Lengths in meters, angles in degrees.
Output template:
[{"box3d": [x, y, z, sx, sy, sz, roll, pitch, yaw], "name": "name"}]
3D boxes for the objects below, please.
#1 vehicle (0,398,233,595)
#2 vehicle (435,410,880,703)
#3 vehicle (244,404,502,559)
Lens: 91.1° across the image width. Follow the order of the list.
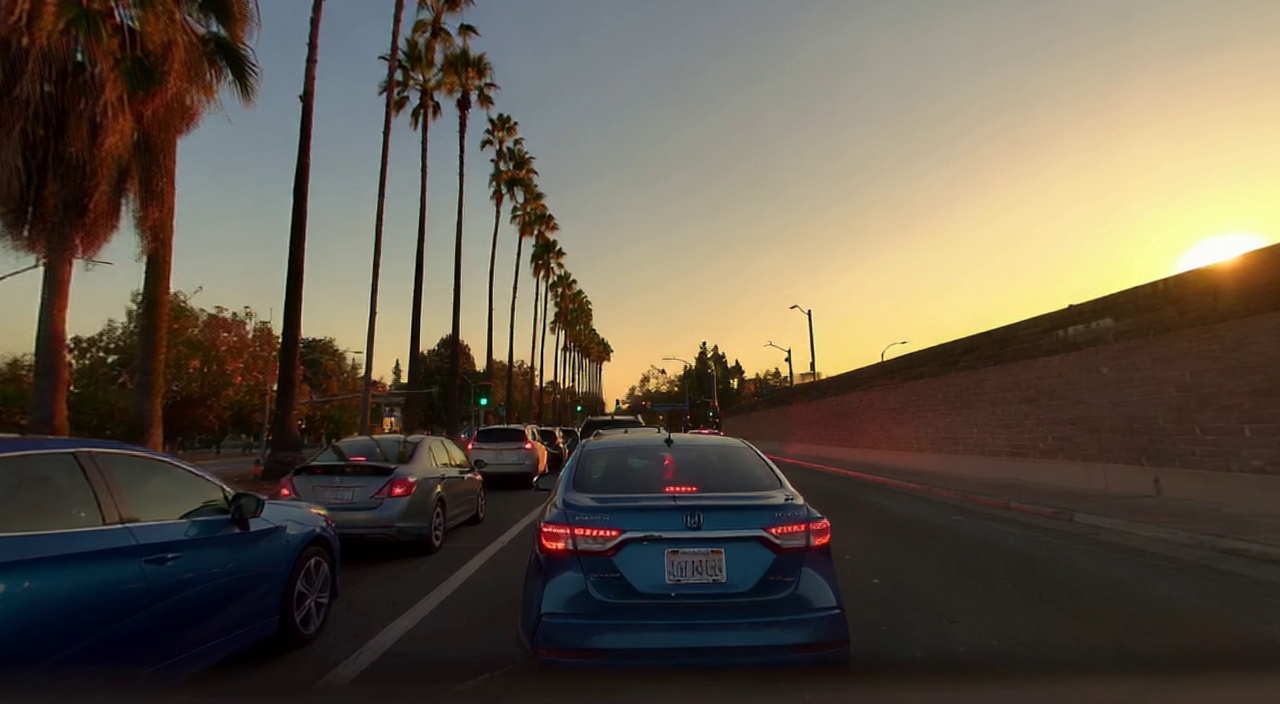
[{"box3d": [-6.662, 1.407, 6.405, 1.963, 1.721, 4.662, 0, -8, -2], "name": "vehicle"}, {"box3d": [0.048, 1.342, 5.213, 2.128, 1.473, 4.272, 0, -8, -1], "name": "vehicle"}, {"box3d": [-3.507, 1.786, 9.305, 2.055, 1.746, 4.136, 0, -8, -1], "name": "vehicle"}]
